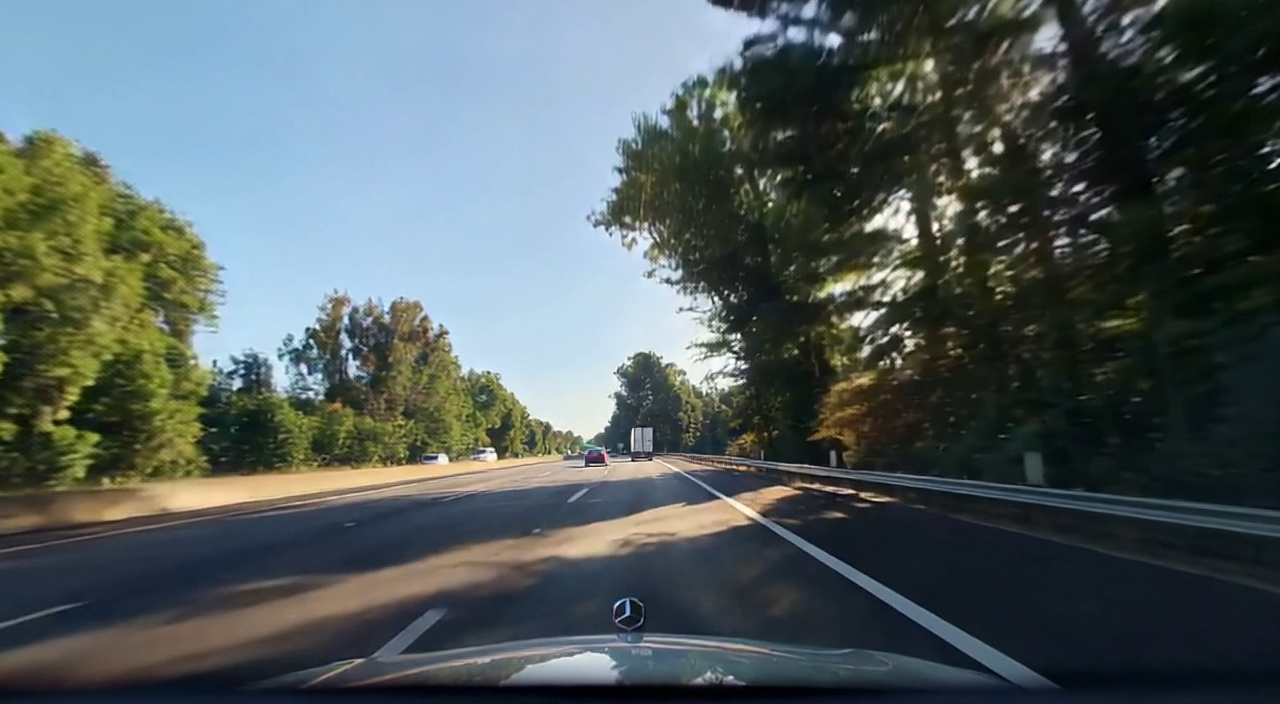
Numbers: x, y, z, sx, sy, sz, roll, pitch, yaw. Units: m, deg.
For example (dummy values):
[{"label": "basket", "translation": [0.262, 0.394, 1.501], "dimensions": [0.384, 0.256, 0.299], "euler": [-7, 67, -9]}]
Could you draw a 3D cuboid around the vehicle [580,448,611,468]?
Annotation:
[{"label": "vehicle", "translation": [-3.423, 8.240, 49.165], "dimensions": [2.085, 1.506, 4.101], "euler": [0, -9, 0]}]
